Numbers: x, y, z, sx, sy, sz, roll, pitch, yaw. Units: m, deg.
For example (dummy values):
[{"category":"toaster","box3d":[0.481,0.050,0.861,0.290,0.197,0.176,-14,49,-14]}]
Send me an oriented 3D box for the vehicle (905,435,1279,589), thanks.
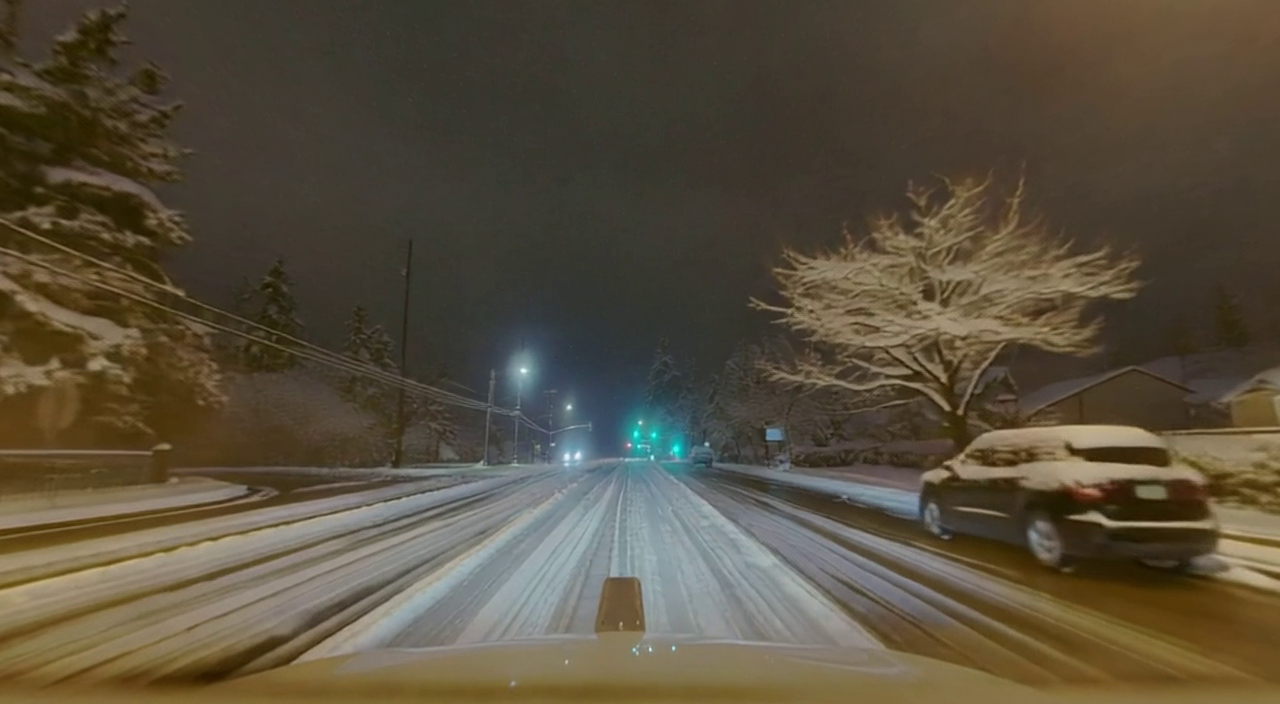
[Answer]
[{"category":"vehicle","box3d":[6.018,2.070,9.081,2.282,1.566,4.705,-1,-9,-1]}]
